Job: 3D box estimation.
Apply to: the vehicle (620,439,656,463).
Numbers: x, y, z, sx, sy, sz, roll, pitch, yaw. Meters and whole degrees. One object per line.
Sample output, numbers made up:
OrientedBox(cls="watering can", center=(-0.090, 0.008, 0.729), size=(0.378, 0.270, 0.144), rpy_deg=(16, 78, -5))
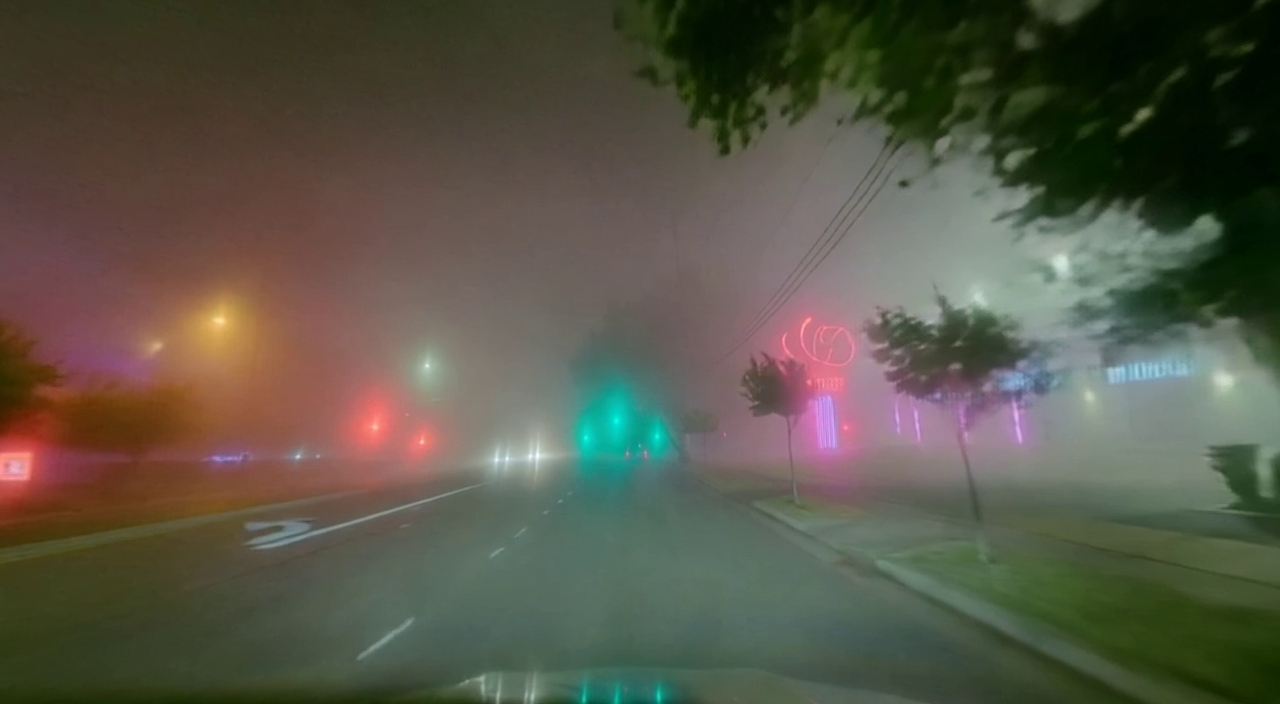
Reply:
OrientedBox(cls="vehicle", center=(-0.059, 7.279, 46.276), size=(2.191, 1.607, 4.361), rpy_deg=(-1, -9, 6))
